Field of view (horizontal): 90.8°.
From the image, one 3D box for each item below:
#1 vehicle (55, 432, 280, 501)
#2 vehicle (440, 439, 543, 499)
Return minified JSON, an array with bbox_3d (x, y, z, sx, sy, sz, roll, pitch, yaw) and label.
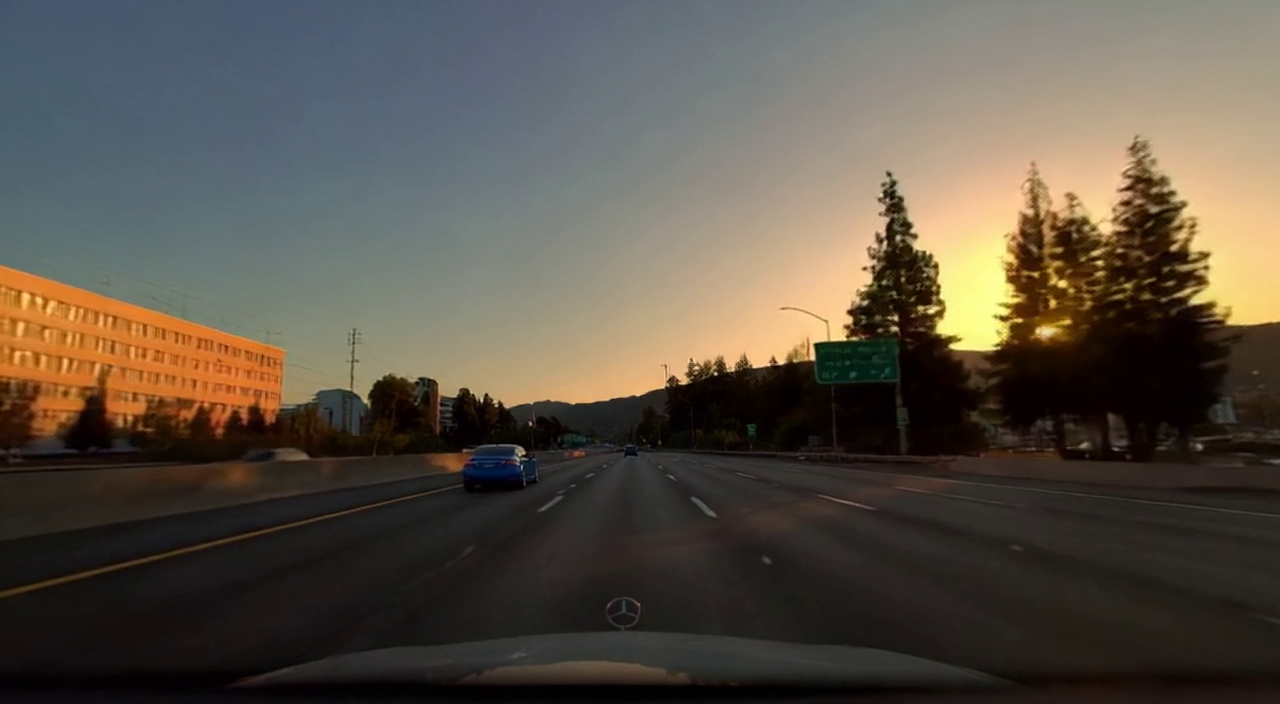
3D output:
[{"bbox_3d":[-13.788,3.371,19.155,2.275,1.743,5.937,0,-9,0],"label":"vehicle"},{"bbox_3d":[-4.094,3.293,18.199,1.900,1.492,4.495,0,-9,0],"label":"vehicle"}]
